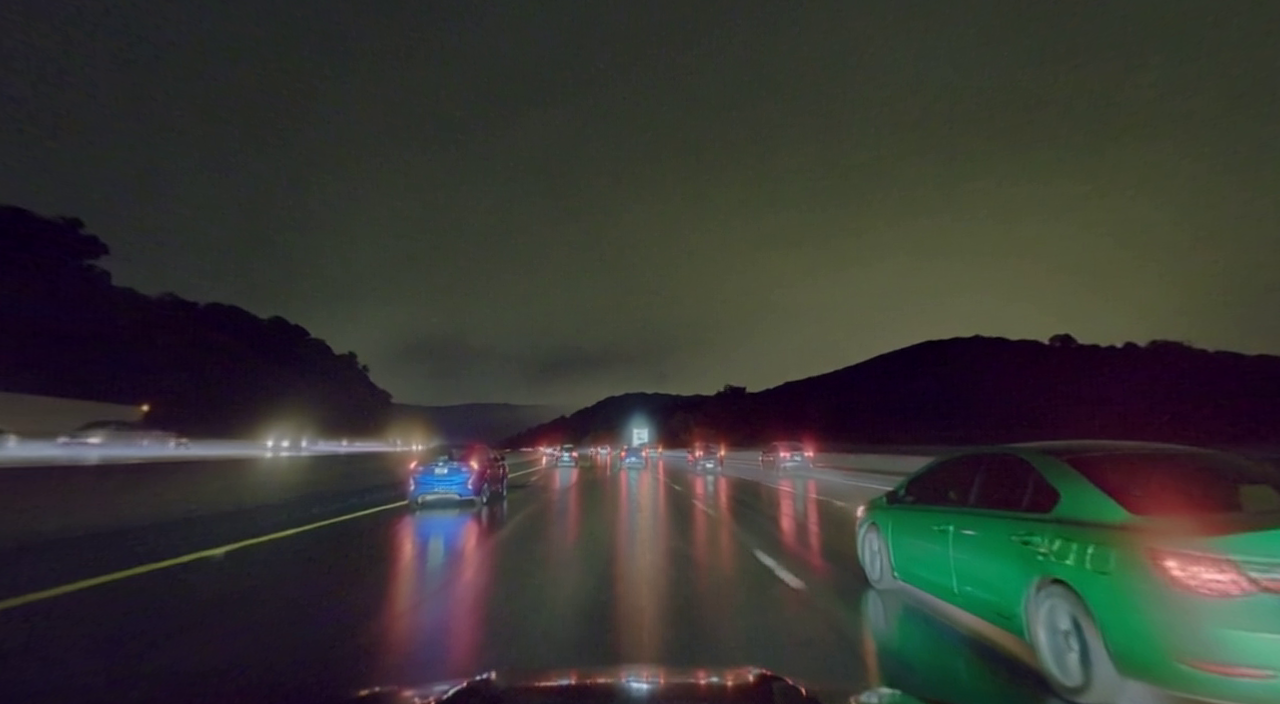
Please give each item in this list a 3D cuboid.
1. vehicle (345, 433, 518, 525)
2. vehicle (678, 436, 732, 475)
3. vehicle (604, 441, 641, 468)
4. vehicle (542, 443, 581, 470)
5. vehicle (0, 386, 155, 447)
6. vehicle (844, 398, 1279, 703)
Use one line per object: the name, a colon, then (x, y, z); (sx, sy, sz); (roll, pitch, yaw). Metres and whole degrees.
vehicle: (-3.915, 2.448, 12.714); (1.993, 1.500, 4.248); (0, -9, 1)
vehicle: (3.262, 5.335, 32.614); (2.222, 1.820, 4.733); (0, -9, -1)
vehicle: (-1.053, 6.306, 38.953); (2.147, 1.572, 4.094); (0, -9, -1)
vehicle: (-4.547, 6.096, 36.971); (1.796, 1.464, 3.839); (0, -9, -1)
vehicle: (-44.313, 5.160, 47.606); (2.886, 4.000, 16.408); (1, -9, -2)
vehicle: (3.170, 1.213, 4.023); (2.136, 1.511, 4.706); (0, -9, 0)
